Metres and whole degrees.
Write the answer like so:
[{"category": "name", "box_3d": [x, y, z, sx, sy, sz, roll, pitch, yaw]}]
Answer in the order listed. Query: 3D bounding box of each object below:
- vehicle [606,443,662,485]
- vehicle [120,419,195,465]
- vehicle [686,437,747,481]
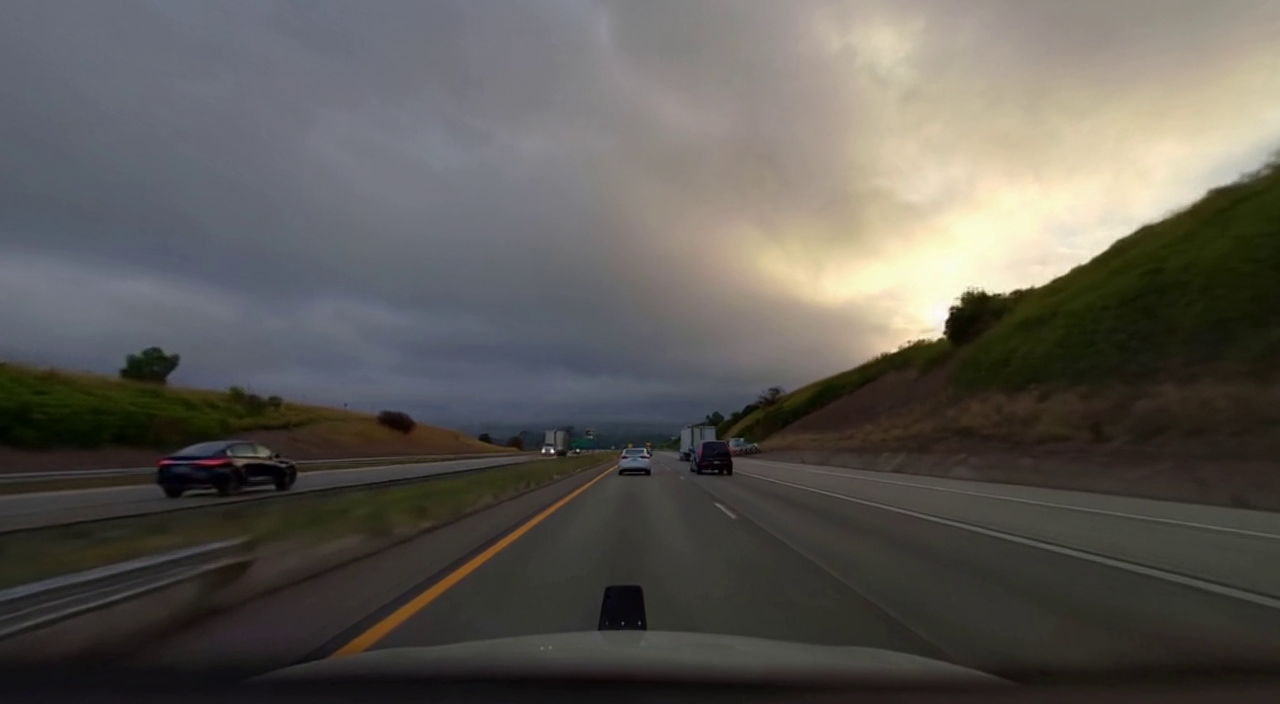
[{"category": "vehicle", "box_3d": [-0.227, 4.223, 23.929, 1.970, 1.441, 3.846, 0, -9, -1]}, {"category": "vehicle", "box_3d": [-35.311, 6.603, 46.241, 2.857, 3.275, 3.008, 0, -9, 2]}, {"category": "vehicle", "box_3d": [3.182, 4.585, 27.196, 2.048, 1.704, 4.284, 0, -9, -1]}]
